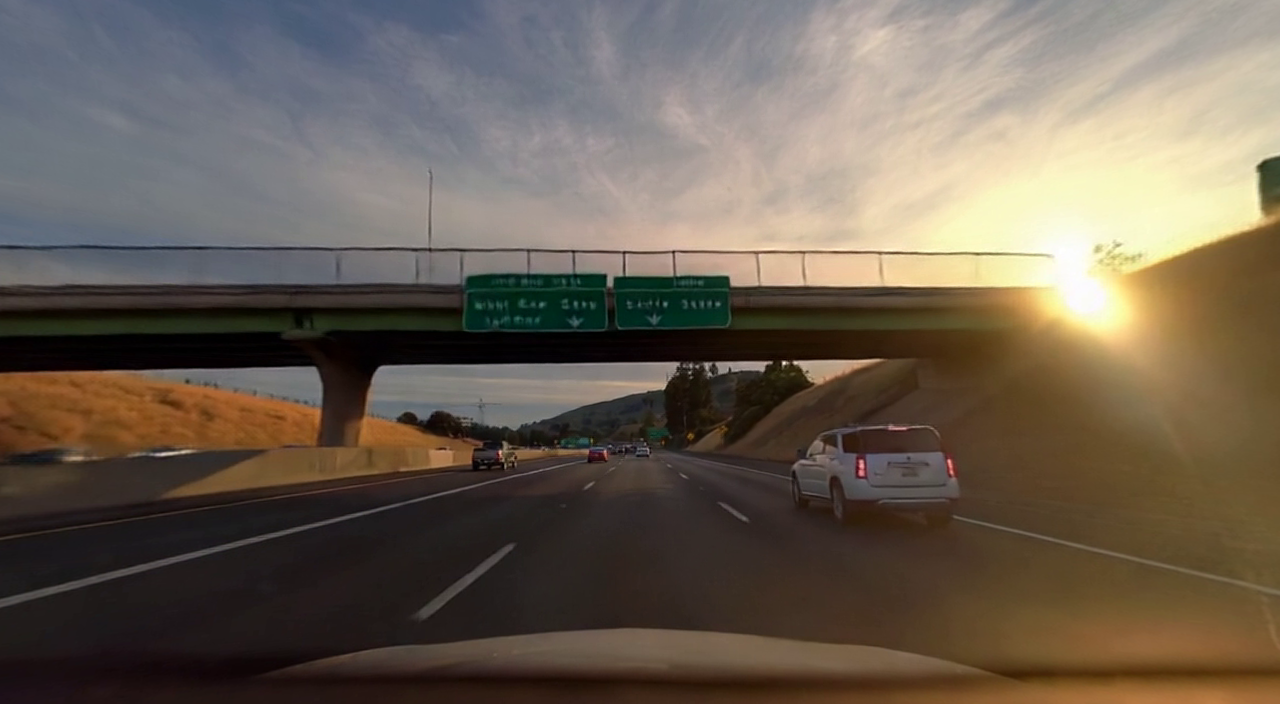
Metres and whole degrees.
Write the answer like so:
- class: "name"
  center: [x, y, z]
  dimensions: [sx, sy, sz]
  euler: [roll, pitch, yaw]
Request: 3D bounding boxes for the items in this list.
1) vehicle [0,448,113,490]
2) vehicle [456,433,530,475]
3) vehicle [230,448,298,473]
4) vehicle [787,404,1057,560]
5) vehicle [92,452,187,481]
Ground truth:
- class: "vehicle"
  center: [-25.871, 4.992, 27.275]
  dimensions: [1.993, 1.614, 4.606]
  euler: [0, -9, 1]
- class: "vehicle"
  center: [-7.393, 5.236, 32.448]
  dimensions: [2.341, 1.959, 5.684]
  euler: [0, -9, 1]
- class: "vehicle"
  center: [-26.077, 7.512, 43.826]
  dimensions: [1.896, 1.615, 4.486]
  euler: [0, -9, 0]
- class: "vehicle"
  center: [3.652, 1.776, 9.231]
  dimensions: [1.990, 1.735, 4.276]
  euler: [0, -9, 1]
- class: "vehicle"
  center: [-30.028, 6.845, 37.981]
  dimensions: [1.946, 1.568, 4.592]
  euler: [0, -9, -1]
